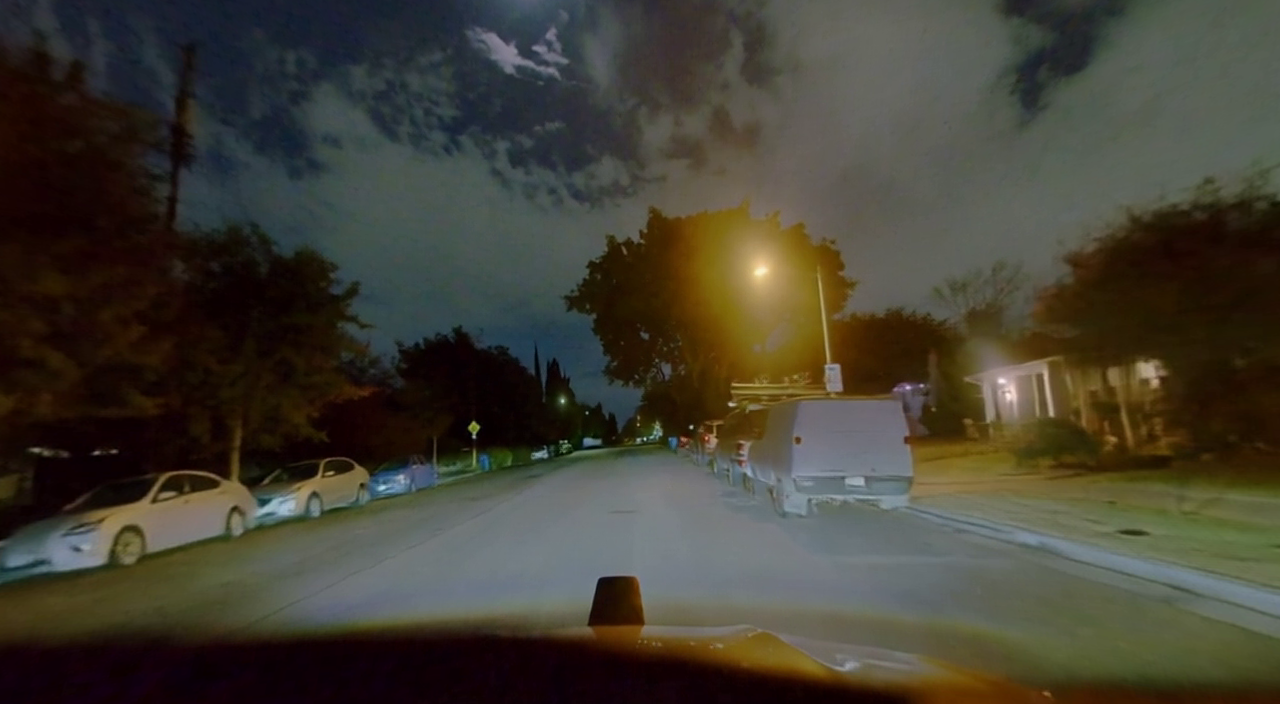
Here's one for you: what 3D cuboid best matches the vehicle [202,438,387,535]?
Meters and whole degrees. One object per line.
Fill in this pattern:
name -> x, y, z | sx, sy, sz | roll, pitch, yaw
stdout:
vehicle -> -8.534, 3.253, 16.192 | 2.163, 1.841, 4.679 | -6, -7, -1

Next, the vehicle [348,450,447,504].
vehicle -> -8.402, 4.316, 22.281 | 1.839, 1.384, 4.124 | -7, -7, -2

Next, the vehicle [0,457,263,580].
vehicle -> -8.391, 2.620, 10.655 | 1.821, 1.476, 4.060 | -5, -8, -4

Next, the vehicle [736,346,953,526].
vehicle -> 3.072, 1.413, 10.584 | 2.233, 2.453, 3.787 | 0, -9, -1
